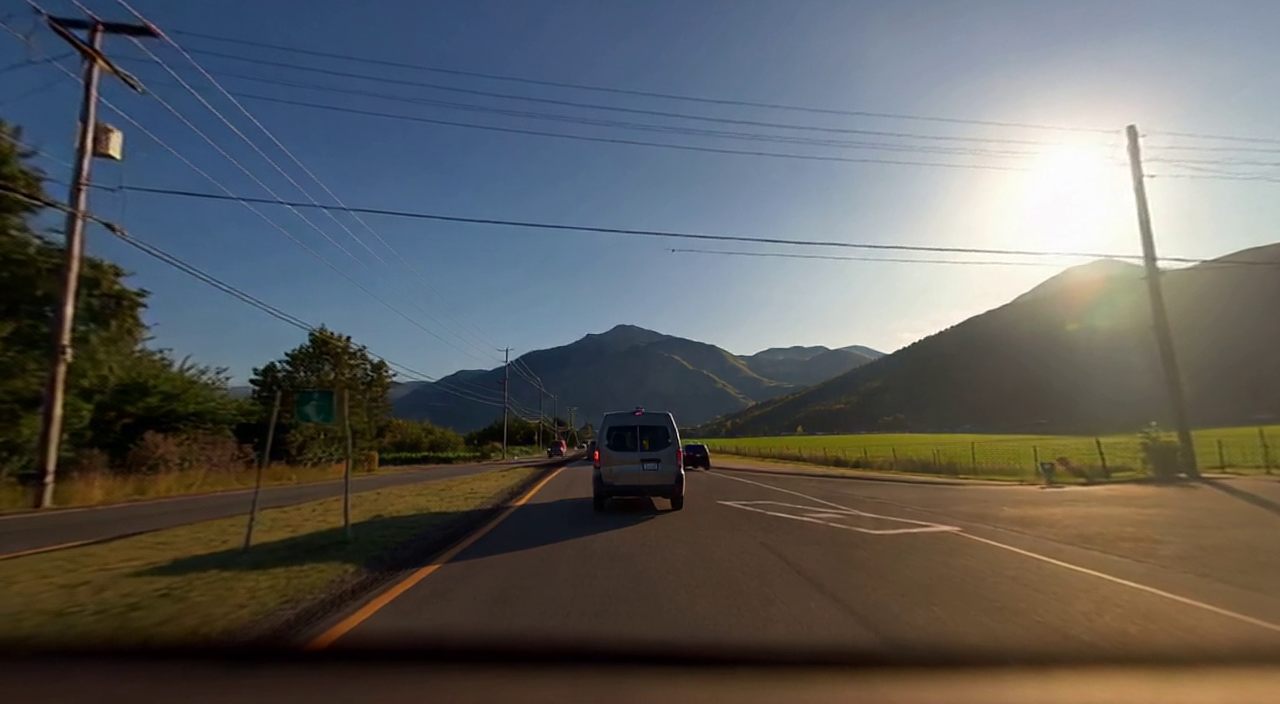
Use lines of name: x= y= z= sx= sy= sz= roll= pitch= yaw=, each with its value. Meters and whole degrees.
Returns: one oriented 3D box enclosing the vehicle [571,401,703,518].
vehicle: x=-0.131 y=2.343 z=14.054 sx=2.454 sy=2.144 sz=4.535 roll=0 pitch=-9 yaw=-2
